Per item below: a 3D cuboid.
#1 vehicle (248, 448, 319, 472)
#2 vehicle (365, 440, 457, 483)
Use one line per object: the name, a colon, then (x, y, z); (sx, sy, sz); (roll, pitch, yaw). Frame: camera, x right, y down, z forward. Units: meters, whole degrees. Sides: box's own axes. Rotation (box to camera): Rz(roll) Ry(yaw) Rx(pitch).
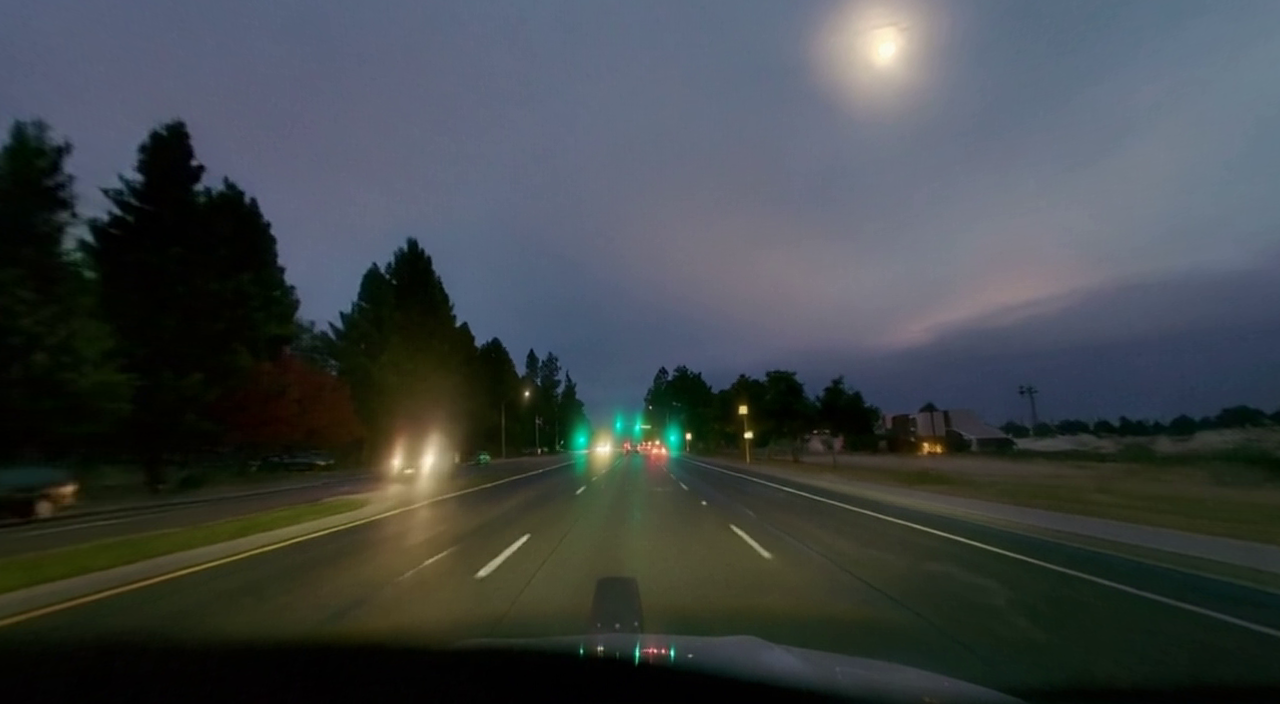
vehicle: (-24.559, 7.456, 43.632); (3.658, 1.605, 1.985); (0, -9, 0)
vehicle: (-9.856, 4.742, 27.642); (2.365, 1.697, 4.391); (0, -8, 0)
